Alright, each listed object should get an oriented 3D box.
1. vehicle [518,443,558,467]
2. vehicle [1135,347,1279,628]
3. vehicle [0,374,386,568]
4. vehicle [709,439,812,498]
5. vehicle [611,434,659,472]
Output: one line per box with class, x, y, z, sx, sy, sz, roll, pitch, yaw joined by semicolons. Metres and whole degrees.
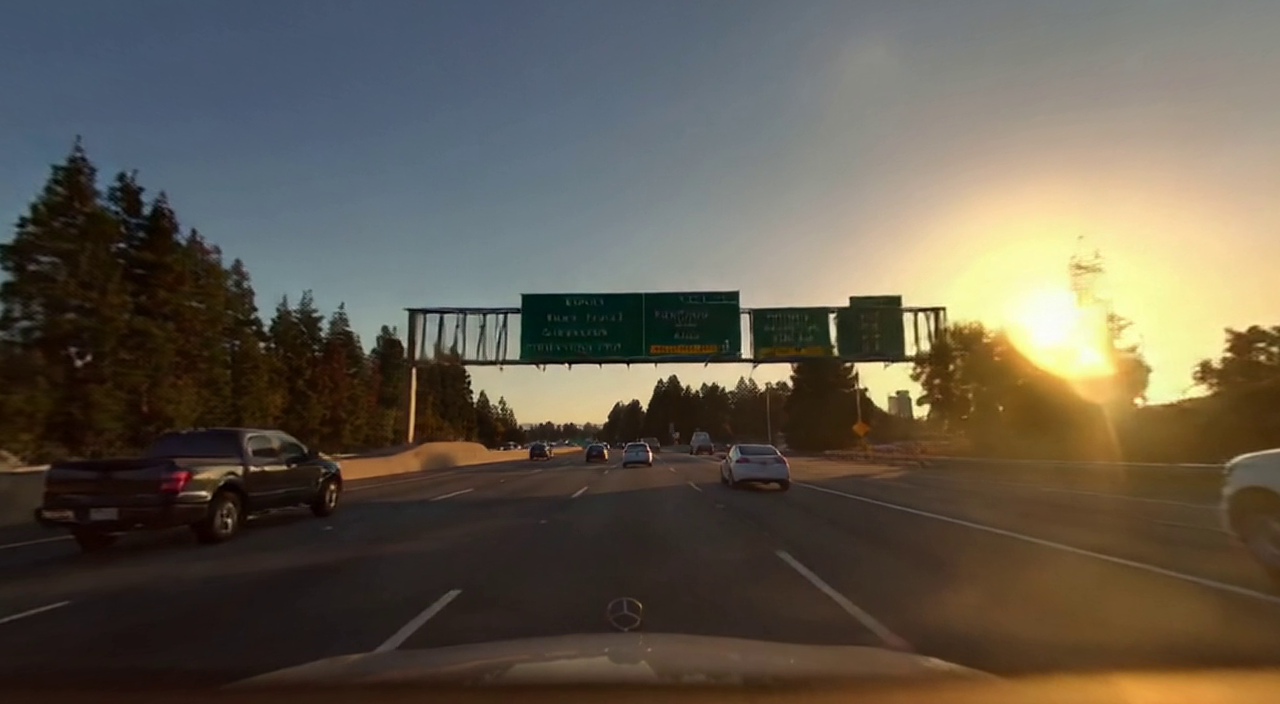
vehicle;-6.591;6.702;41.241;1.920;1.482;4.385;0;-8;0
vehicle;5.779;0.670;2.574;2.635;1.919;5.907;0;-8;-1
vehicle;-6.402;1.677;9.667;2.444;2.012;6.122;0;-8;0
vehicle;3.240;3.236;17.978;2.011;1.462;4.286;0;-8;-1
vehicle;-0.230;5.300;33.282;2.323;1.805;4.729;0;-8;0
